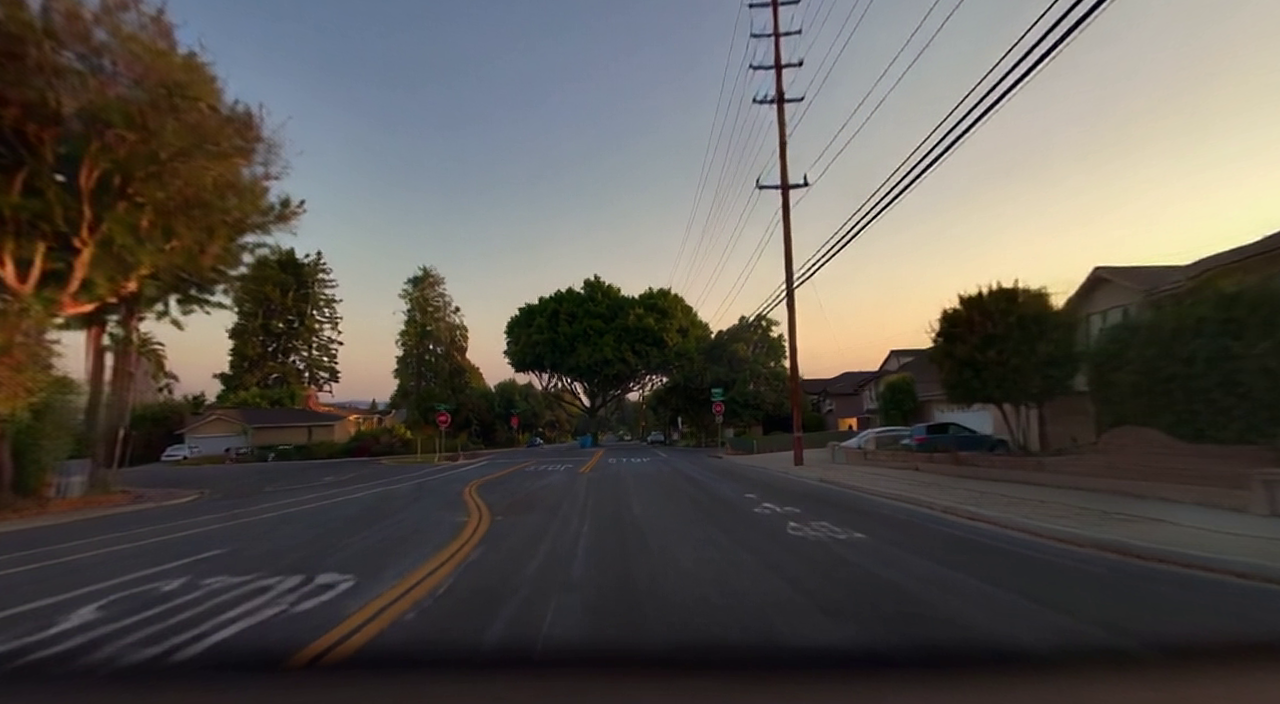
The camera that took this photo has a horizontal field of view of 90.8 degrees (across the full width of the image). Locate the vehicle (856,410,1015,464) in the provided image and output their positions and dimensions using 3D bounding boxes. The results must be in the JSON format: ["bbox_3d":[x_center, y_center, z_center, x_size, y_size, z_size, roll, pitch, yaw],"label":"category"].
[{"bbox_3d":[10.413,3.053,22.609,4.544,1.807,2.204,0,-8,3],"label":"vehicle"}]
